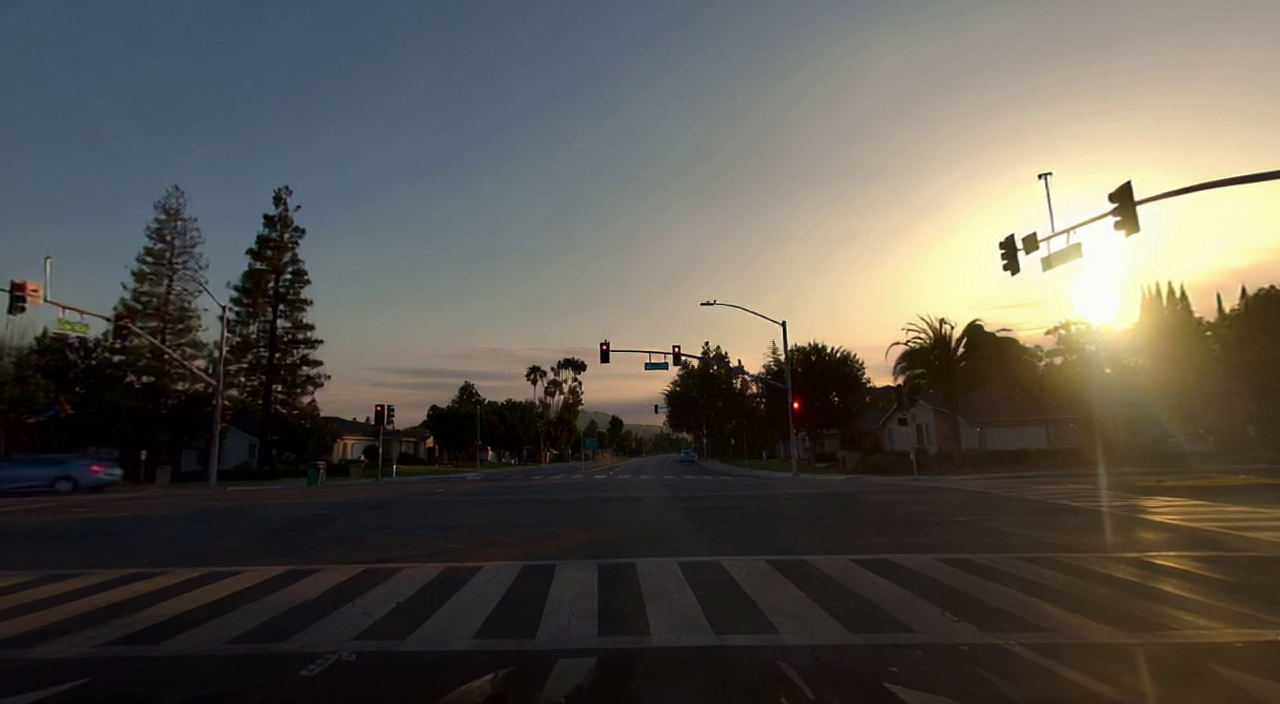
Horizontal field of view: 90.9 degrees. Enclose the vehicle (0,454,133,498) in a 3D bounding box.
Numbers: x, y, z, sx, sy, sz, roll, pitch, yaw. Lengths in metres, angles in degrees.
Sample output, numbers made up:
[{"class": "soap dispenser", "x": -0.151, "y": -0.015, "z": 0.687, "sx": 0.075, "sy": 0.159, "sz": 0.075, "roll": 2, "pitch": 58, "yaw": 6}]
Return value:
[{"class": "vehicle", "x": -21.377, "y": 4.433, "z": 22.745, "sx": 4.562, "sy": 1.460, "sz": 1.822, "roll": 0, "pitch": -8, "yaw": 0}]
